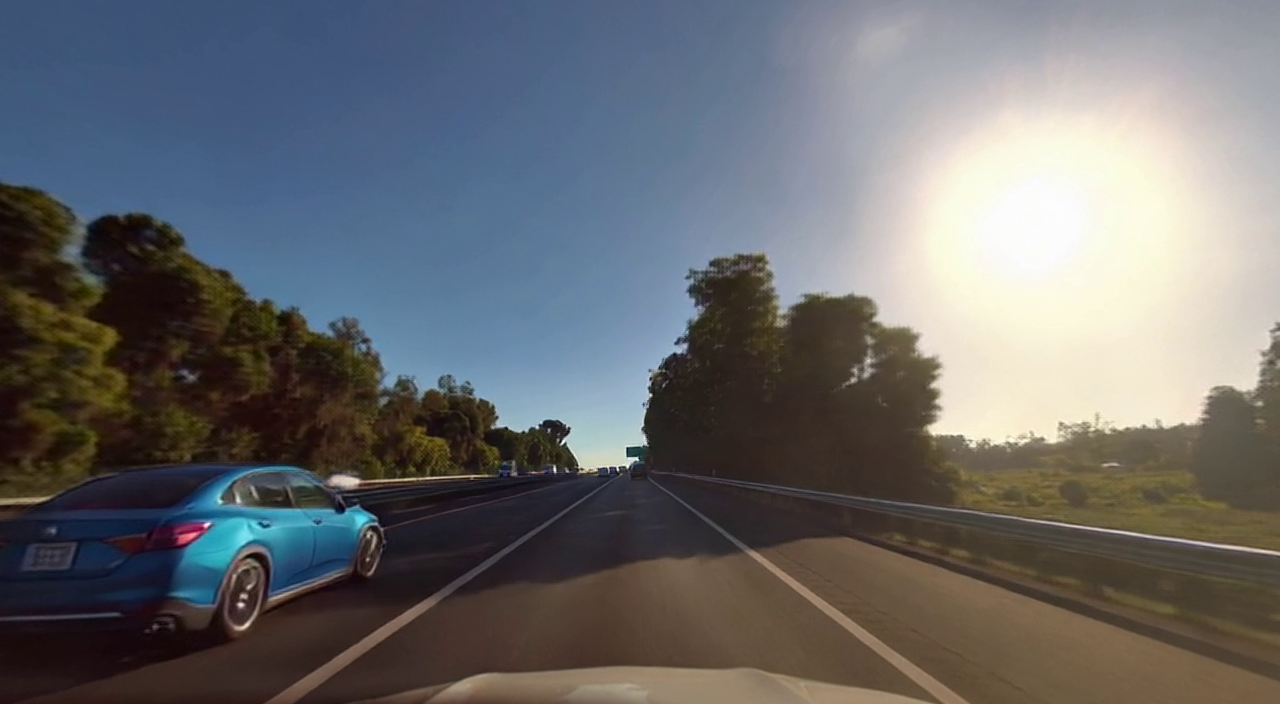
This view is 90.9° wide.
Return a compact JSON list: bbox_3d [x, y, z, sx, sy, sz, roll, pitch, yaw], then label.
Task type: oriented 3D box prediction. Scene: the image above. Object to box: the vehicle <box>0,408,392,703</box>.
[{"bbox_3d":[-3.735,1.366,4.806,2.017,1.516,4.041,1,-11,0],"label":"vehicle"}]
